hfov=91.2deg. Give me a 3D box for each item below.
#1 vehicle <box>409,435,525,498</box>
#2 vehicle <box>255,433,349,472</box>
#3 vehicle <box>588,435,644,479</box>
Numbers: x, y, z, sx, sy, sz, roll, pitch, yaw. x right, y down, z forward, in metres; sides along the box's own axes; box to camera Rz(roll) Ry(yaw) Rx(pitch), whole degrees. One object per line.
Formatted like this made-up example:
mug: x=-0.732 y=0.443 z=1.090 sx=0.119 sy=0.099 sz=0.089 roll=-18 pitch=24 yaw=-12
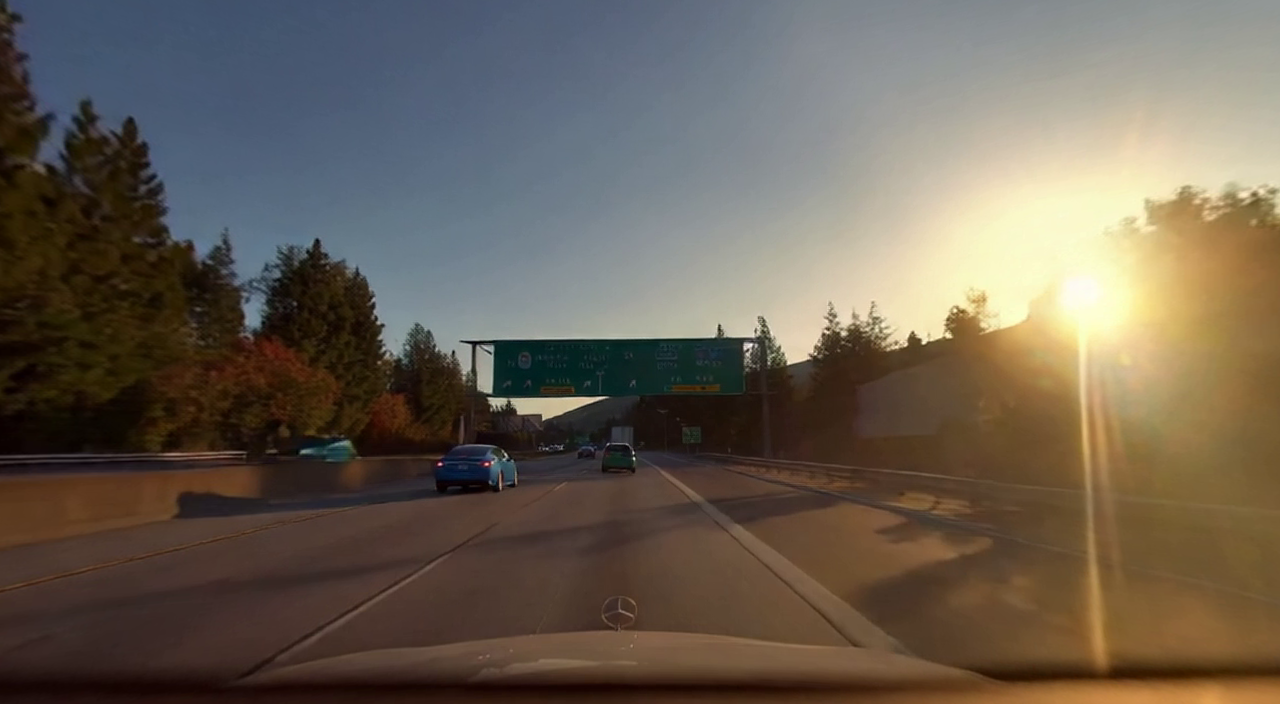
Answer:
vehicle: x=-4.850 y=3.284 z=18.396 sx=2.103 sy=1.588 sz=4.709 roll=-1 pitch=-9 yaw=0
vehicle: x=-14.510 y=4.334 z=27.156 sx=1.854 sy=1.522 sz=4.080 roll=0 pitch=-9 yaw=-1
vehicle: x=-0.999 y=4.429 z=26.662 sx=2.220 sy=1.711 sz=4.056 roll=0 pitch=-9 yaw=-2
